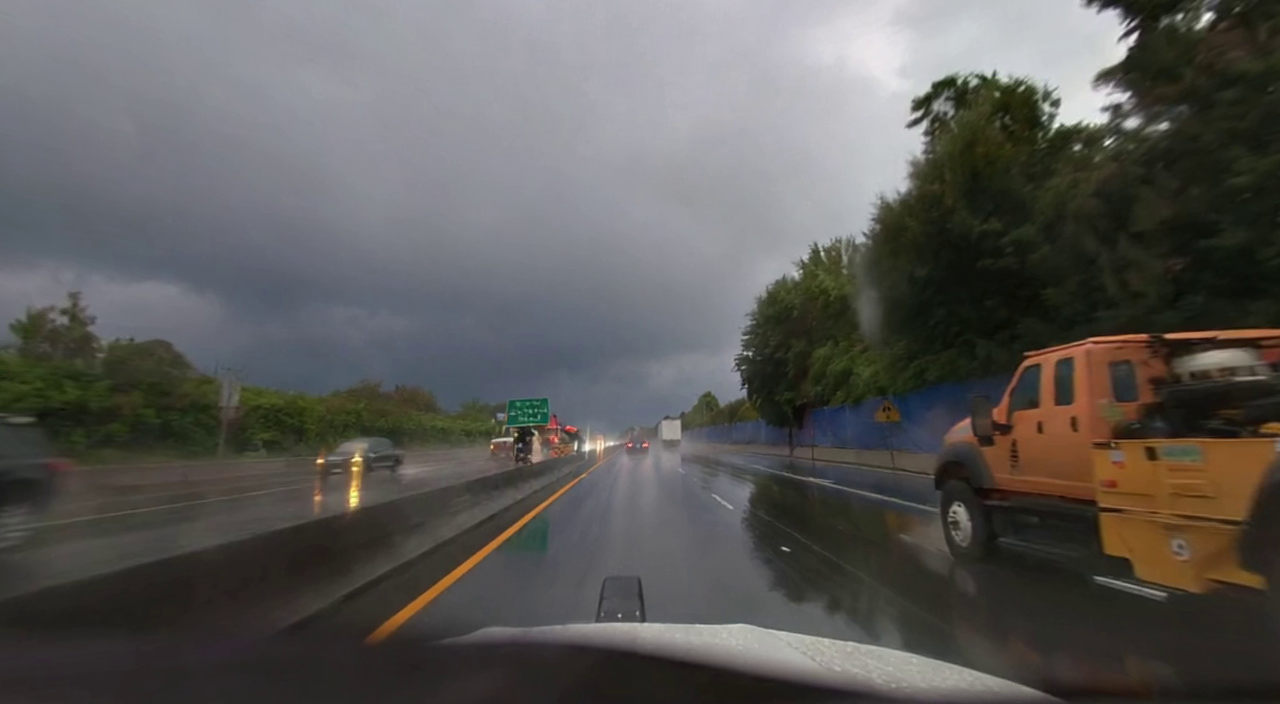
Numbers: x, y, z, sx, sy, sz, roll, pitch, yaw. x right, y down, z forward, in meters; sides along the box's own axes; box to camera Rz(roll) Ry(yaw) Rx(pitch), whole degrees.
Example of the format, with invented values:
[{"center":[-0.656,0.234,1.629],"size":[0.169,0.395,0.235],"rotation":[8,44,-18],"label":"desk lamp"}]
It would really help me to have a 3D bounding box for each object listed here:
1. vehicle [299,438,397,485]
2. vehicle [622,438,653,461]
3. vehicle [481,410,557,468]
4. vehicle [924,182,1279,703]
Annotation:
[{"center":[-12.943,4.837,28.244],"size":[2.048,1.875,4.950],"rotation":[0,-8,0],"label":"vehicle"},{"center":[-0.188,6.465,41.810],"size":[2.004,1.472,4.075],"rotation":[0,-8,-1],"label":"vehicle"},{"center":[-8.167,6.090,43.934],"size":[3.088,3.551,10.063],"rotation":[-1,-8,1],"label":"vehicle"},{"center":[4.155,0.500,3.240],"size":[2.724,2.337,5.508],"rotation":[0,-8,0],"label":"vehicle"}]
